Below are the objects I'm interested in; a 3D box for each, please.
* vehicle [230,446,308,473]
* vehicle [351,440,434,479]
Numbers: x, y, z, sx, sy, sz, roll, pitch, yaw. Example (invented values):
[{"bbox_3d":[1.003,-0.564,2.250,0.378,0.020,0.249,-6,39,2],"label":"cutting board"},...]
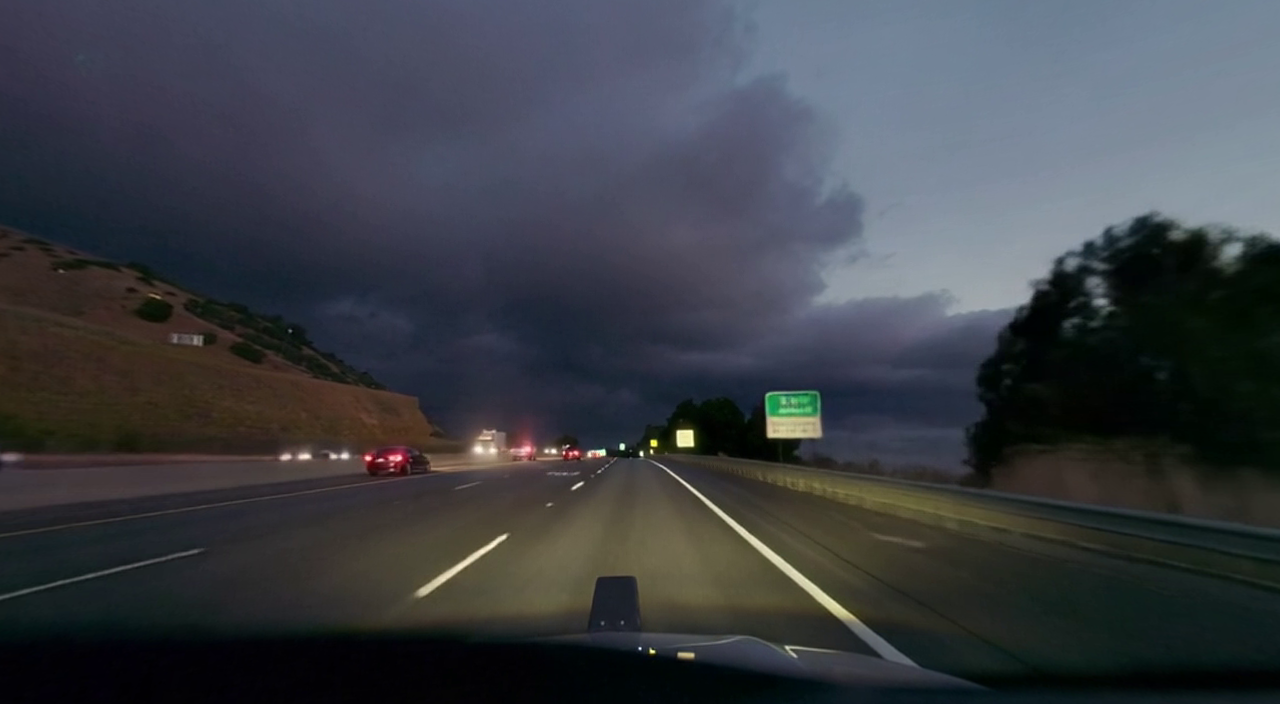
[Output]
[{"bbox_3d":[-22.059,6.383,37.548,1.908,1.464,4.517,0,-9,0],"label":"vehicle"},{"bbox_3d":[-11.305,4.928,29.059,2.001,1.625,4.528,0,-9,0],"label":"vehicle"}]
